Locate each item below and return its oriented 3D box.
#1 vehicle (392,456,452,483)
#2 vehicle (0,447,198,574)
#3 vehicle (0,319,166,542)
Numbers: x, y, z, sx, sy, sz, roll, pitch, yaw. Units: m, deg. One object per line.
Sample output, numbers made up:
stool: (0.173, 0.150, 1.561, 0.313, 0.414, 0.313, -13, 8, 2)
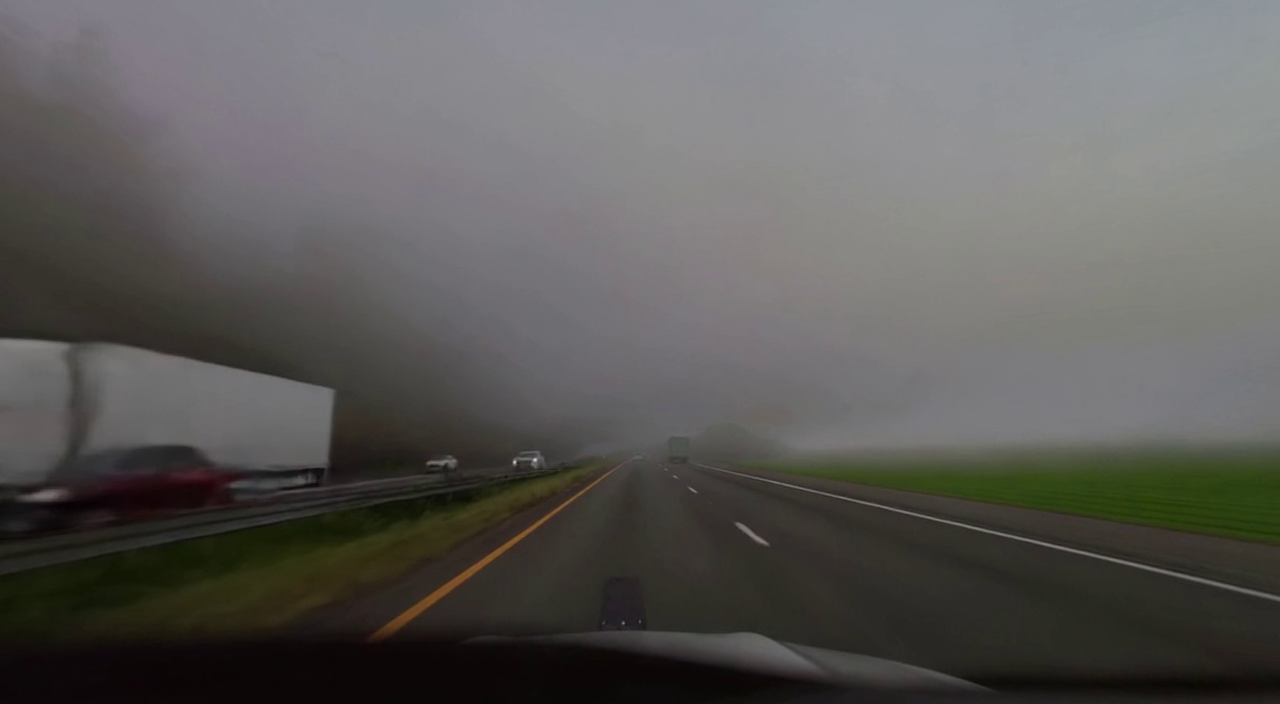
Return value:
vehicle: (-12.983, 7.013, 37.873, 1.988, 1.501, 4.676, 0, -9, 0)
vehicle: (-8.656, 2.109, 8.876, 1.963, 1.511, 3.901, 0, -9, 0)
vehicle: (-12.916, 1.489, 11.728, 3.047, 3.925, 6.286, 0, -9, 0)
